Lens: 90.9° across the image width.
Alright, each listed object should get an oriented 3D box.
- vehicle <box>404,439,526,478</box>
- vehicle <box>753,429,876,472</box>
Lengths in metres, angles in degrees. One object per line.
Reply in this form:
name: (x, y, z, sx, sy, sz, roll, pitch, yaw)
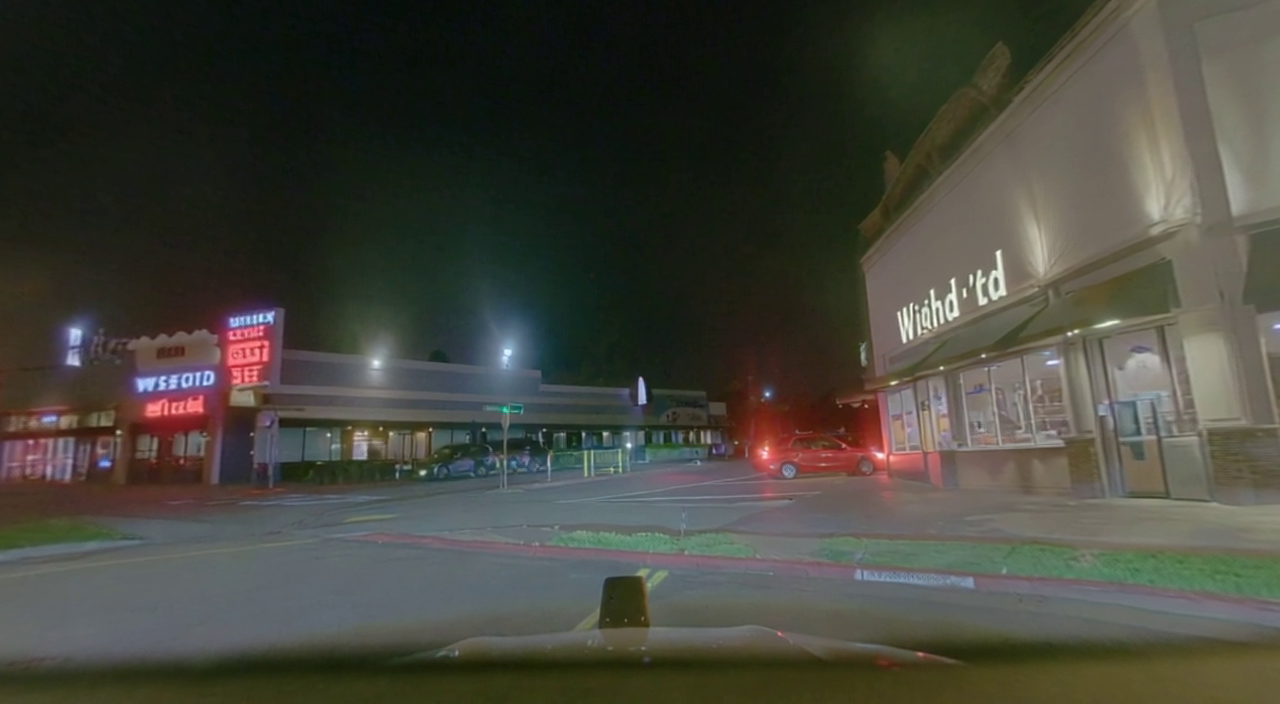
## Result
vehicle: (-7.654, 4.655, 27.732, 4.814, 1.618, 1.869, -2, -9, 11)
vehicle: (7.383, 4.184, 26.765, 4.706, 1.663, 1.993, -4, -9, 26)
